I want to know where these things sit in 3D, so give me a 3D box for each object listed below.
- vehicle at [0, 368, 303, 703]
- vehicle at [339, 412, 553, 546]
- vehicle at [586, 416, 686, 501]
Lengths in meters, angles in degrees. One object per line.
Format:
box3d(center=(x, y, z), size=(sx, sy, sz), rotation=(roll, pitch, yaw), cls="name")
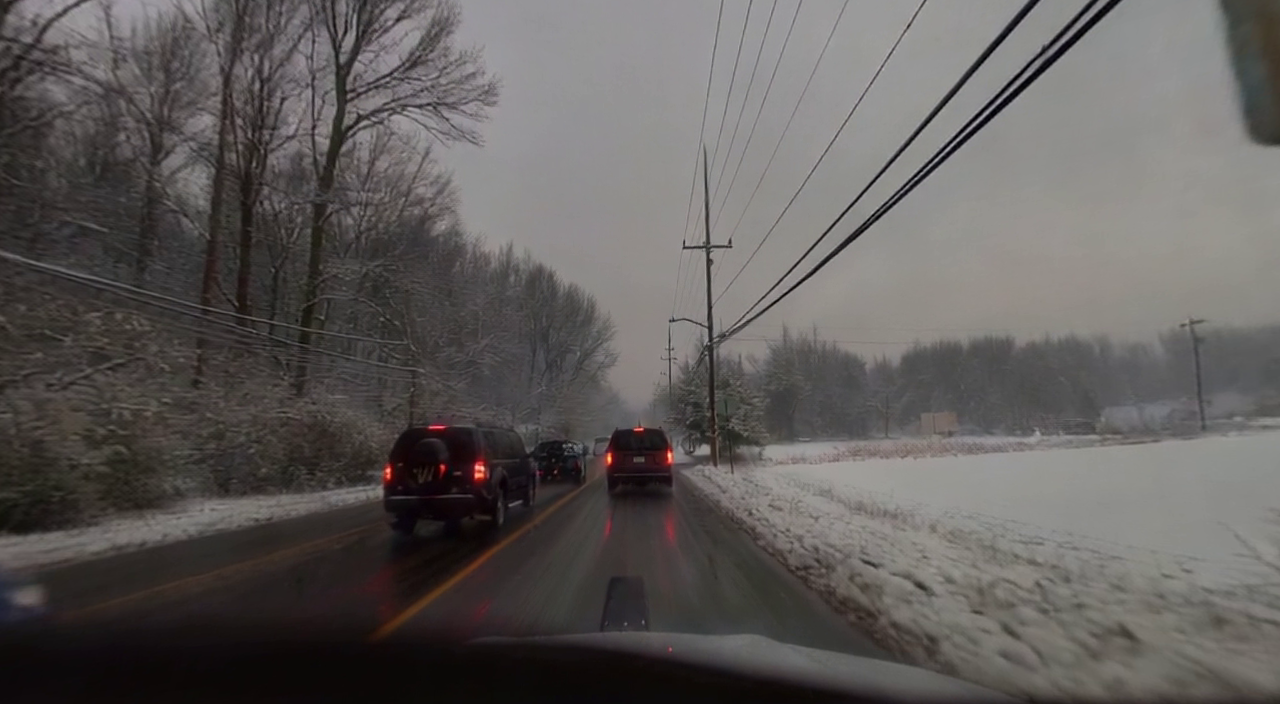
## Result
box3d(center=(-3.169, 0.725, 1.300), size=(2.180, 1.546, 4.755), rotation=(0, -9, 2), cls="vehicle")
box3d(center=(-2.951, 2.080, 10.911), size=(2.062, 1.796, 4.657), rotation=(-1, -9, 2), cls="vehicle")
box3d(center=(-0.017, 2.730, 16.379), size=(2.241, 1.912, 4.095), rotation=(-1, -9, 2), cls="vehicle")
